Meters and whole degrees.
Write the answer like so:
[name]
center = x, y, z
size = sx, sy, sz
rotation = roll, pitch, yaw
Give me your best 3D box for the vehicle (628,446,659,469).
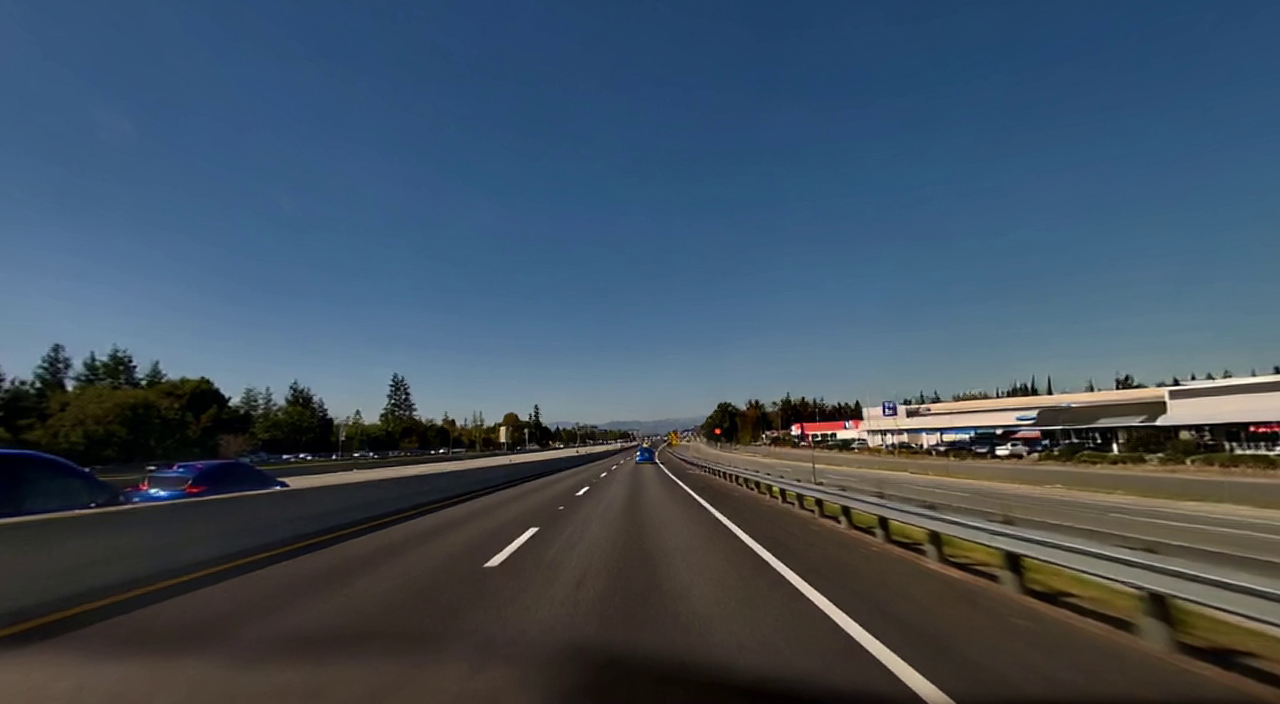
[vehicle]
center = 0.269, 7.291, 43.770
size = 2.014, 1.507, 3.960
rotation = 0, -9, 1
